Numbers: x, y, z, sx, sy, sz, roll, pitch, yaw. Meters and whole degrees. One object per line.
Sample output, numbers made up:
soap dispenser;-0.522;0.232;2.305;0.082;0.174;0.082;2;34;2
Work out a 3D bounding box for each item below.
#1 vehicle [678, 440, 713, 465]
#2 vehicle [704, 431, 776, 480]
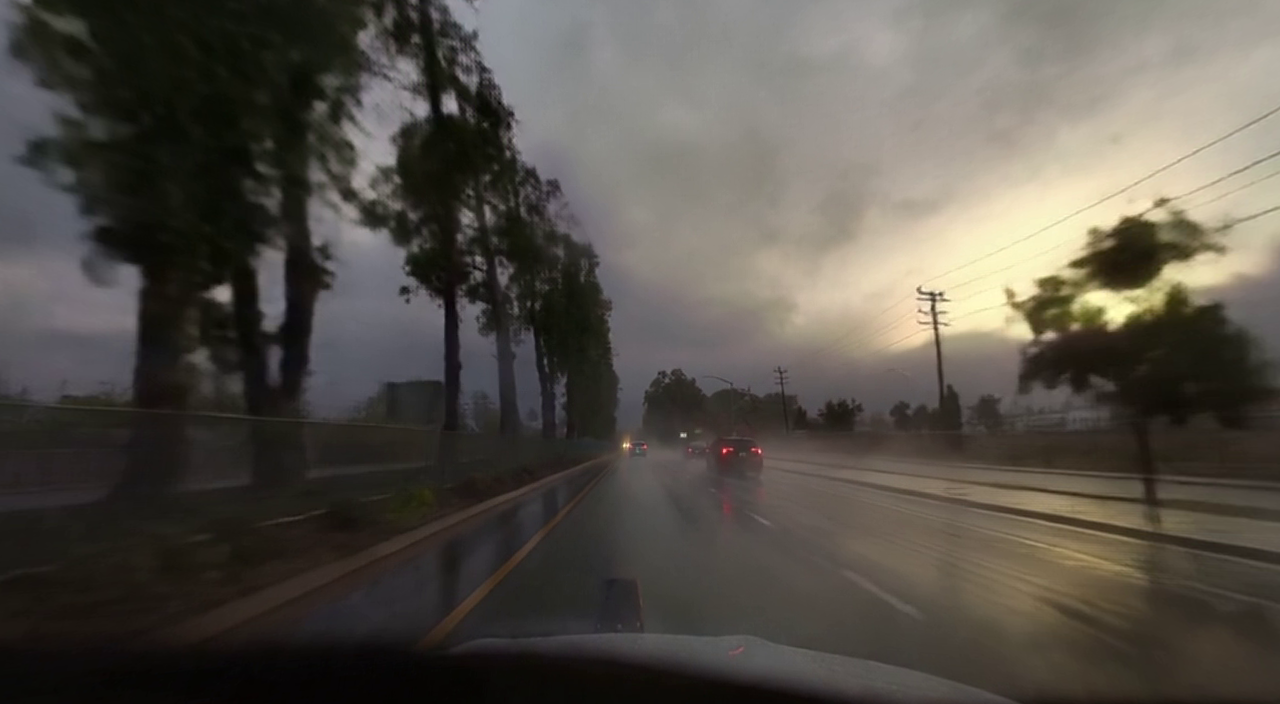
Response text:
vehicle;3.794;6.975;43.870;2.012;1.653;4.115;0;-8;-1
vehicle;4.024;4.280;26.317;2.112;1.825;4.574;0;-8;-2
